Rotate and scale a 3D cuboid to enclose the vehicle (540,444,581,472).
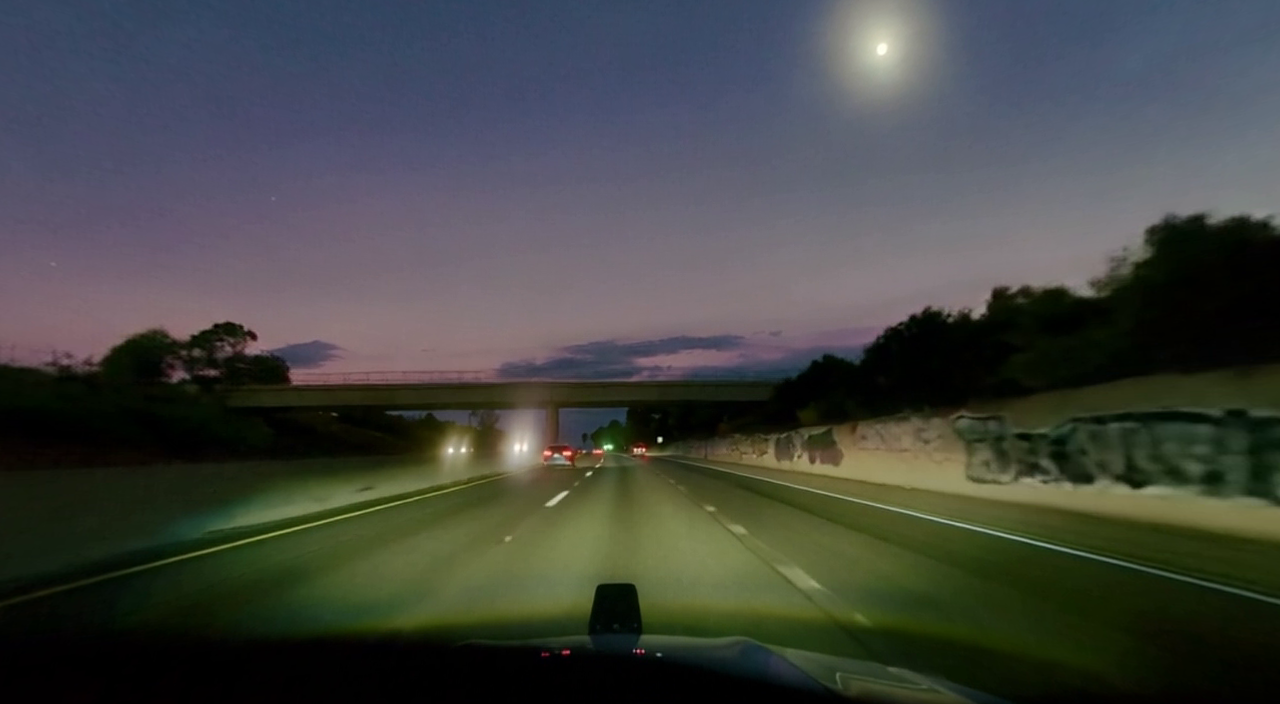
[{"bbox_3d":[-4.366,5.893,35.004,1.871,1.459,3.771,0,-9,-2],"label":"vehicle"}]
